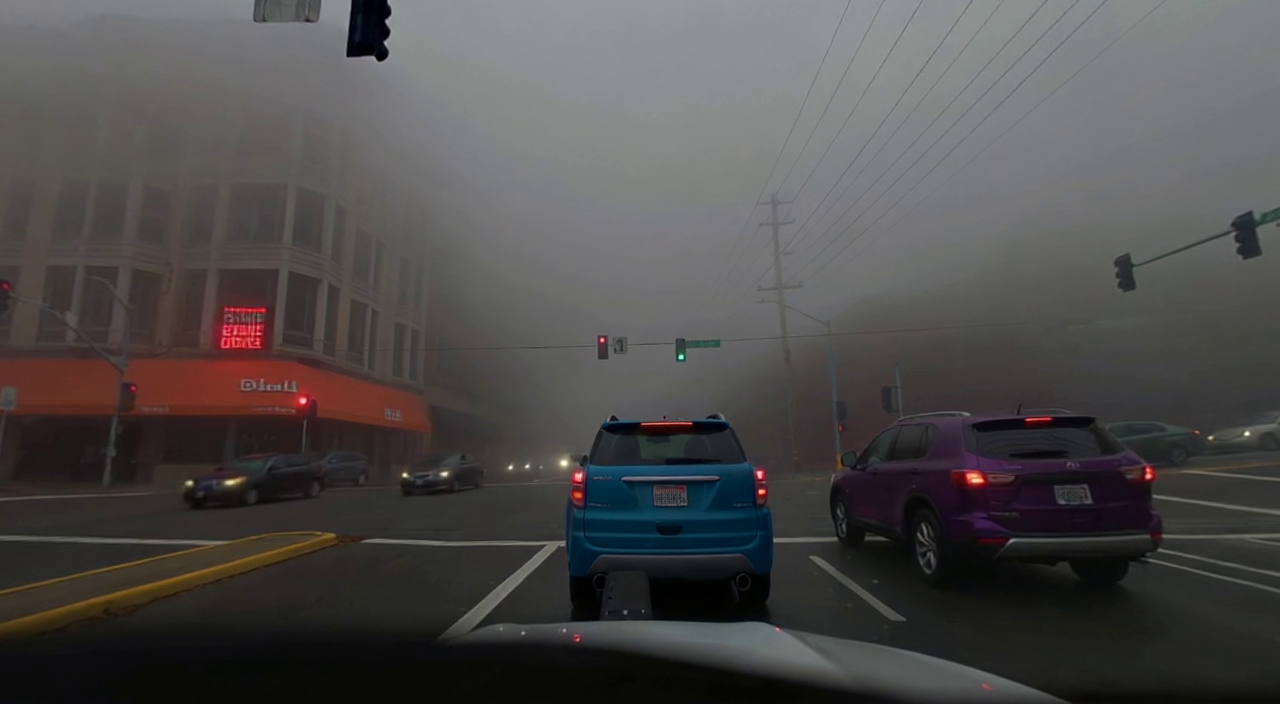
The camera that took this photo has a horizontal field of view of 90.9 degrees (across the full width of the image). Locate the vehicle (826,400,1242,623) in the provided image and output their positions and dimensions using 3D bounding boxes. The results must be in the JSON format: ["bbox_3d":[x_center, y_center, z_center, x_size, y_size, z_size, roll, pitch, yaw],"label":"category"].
[{"bbox_3d":[3.607,1.516,6.946,1.976,1.664,4.189,-1,-8,2],"label":"vehicle"}]

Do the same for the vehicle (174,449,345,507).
[{"bbox_3d":[-11.212,3.710,19.108,1.958,1.493,4.795,-1,-8,4],"label":"vehicle"}]

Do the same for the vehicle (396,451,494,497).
[{"bbox_3d":[-6.885,4.322,22.766,1.924,1.453,4.343,-1,-8,4],"label":"vehicle"}]

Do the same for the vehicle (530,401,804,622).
[{"bbox_3d":[0.260,1.506,6.827,2.098,1.682,3.778,0,-8,2],"label":"vehicle"}]

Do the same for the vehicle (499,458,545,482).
[{"bbox_3d":[-8.383,8.438,45.289,1.911,1.461,4.691,-1,-8,6],"label":"vehicle"}]
